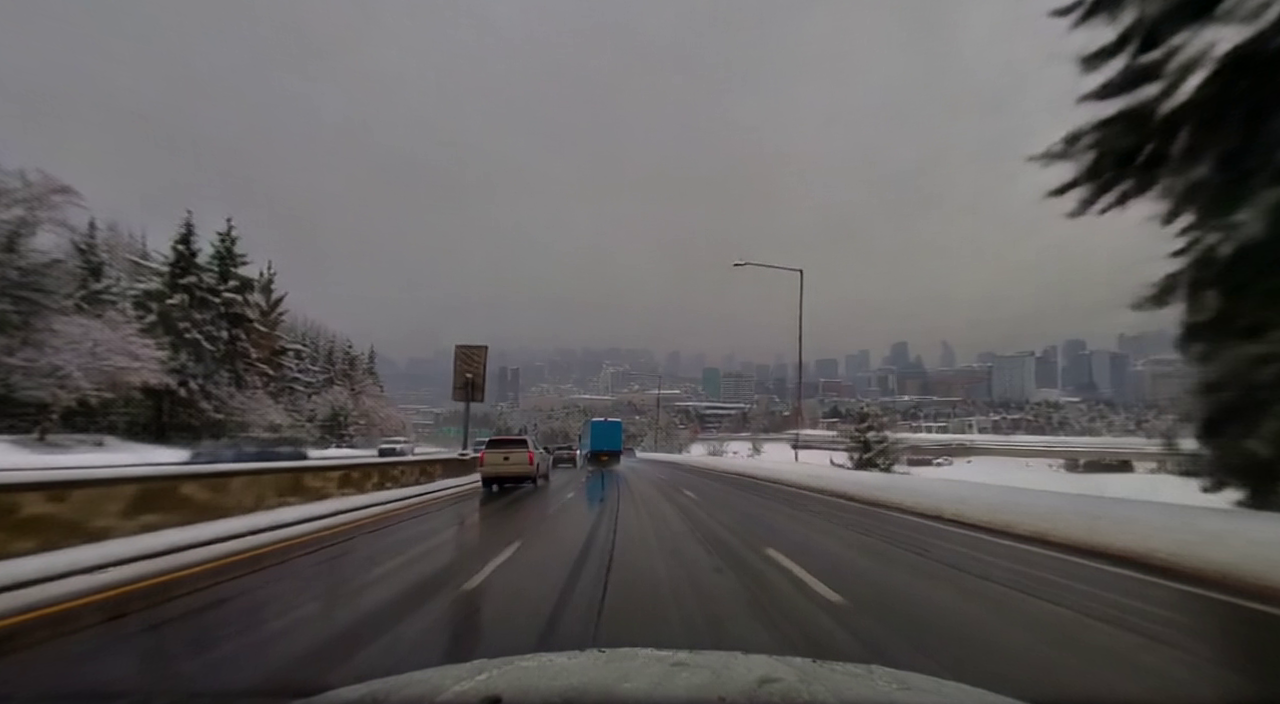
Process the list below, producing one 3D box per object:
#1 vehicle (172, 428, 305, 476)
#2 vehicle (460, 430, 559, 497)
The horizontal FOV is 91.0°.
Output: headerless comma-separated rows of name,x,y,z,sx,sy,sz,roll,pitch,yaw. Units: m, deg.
vehicle,-13.929,3.527,22.225,1.953,1.501,4.268,0,-9,-2
vehicle,-3.704,3.254,18.734,2.041,1.734,4.391,0,-9,-1
